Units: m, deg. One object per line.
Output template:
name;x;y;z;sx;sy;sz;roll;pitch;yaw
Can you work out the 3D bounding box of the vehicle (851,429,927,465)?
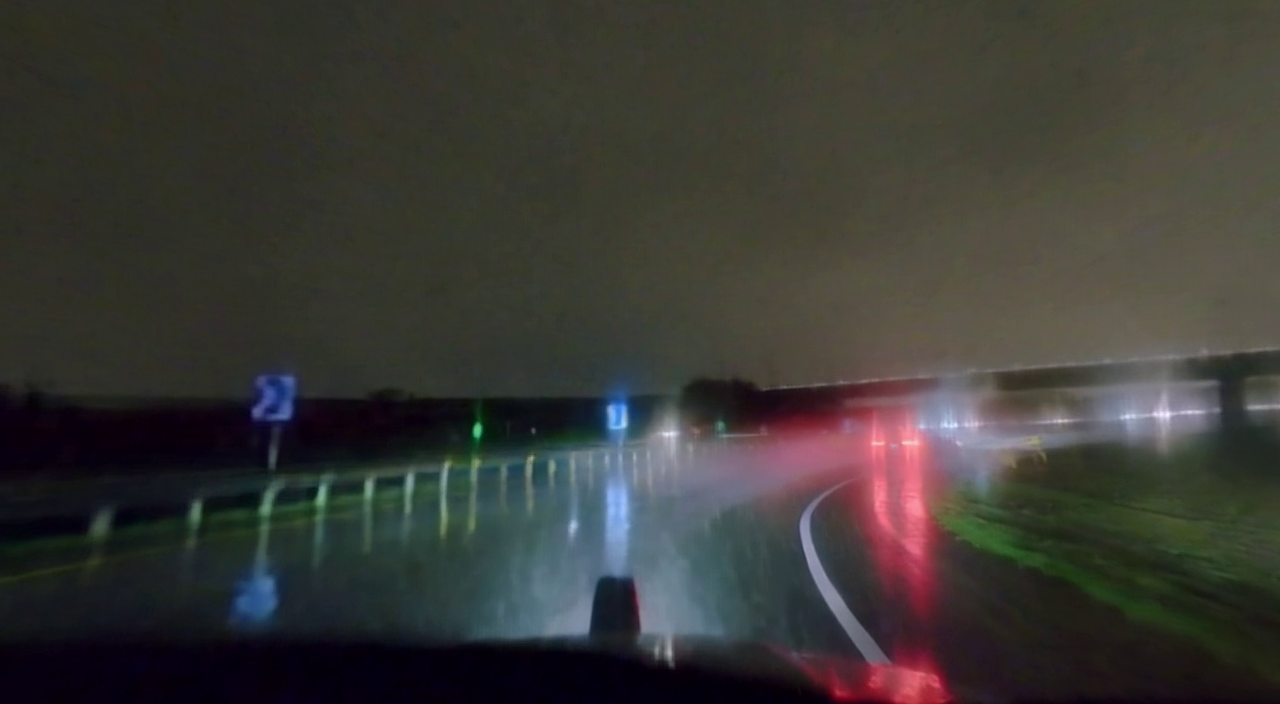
vehicle;11.333;4.258;28.486;2.028;1.440;3.970;-3;-8;40
